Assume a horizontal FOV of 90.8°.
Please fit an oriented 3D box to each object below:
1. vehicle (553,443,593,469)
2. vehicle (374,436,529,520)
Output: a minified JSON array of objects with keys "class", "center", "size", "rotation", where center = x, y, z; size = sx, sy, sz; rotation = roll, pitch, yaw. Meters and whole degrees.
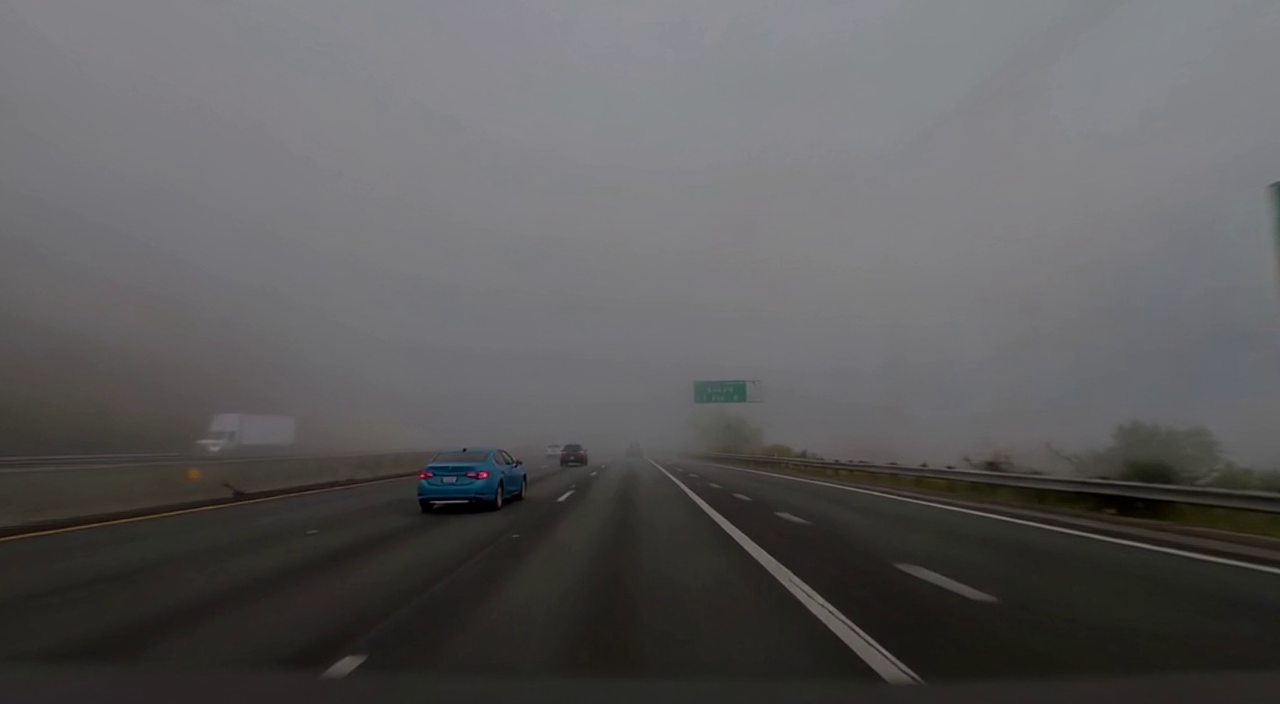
[{"class":"vehicle","center":[-4.056,6.397,38.951],"size":[2.068,1.501,4.395],"rotation":[0,-8,-1]},{"class":"vehicle","center":[-3.822,2.621,13.758],"size":[2.025,1.506,4.429],"rotation":[0,-8,0]}]
